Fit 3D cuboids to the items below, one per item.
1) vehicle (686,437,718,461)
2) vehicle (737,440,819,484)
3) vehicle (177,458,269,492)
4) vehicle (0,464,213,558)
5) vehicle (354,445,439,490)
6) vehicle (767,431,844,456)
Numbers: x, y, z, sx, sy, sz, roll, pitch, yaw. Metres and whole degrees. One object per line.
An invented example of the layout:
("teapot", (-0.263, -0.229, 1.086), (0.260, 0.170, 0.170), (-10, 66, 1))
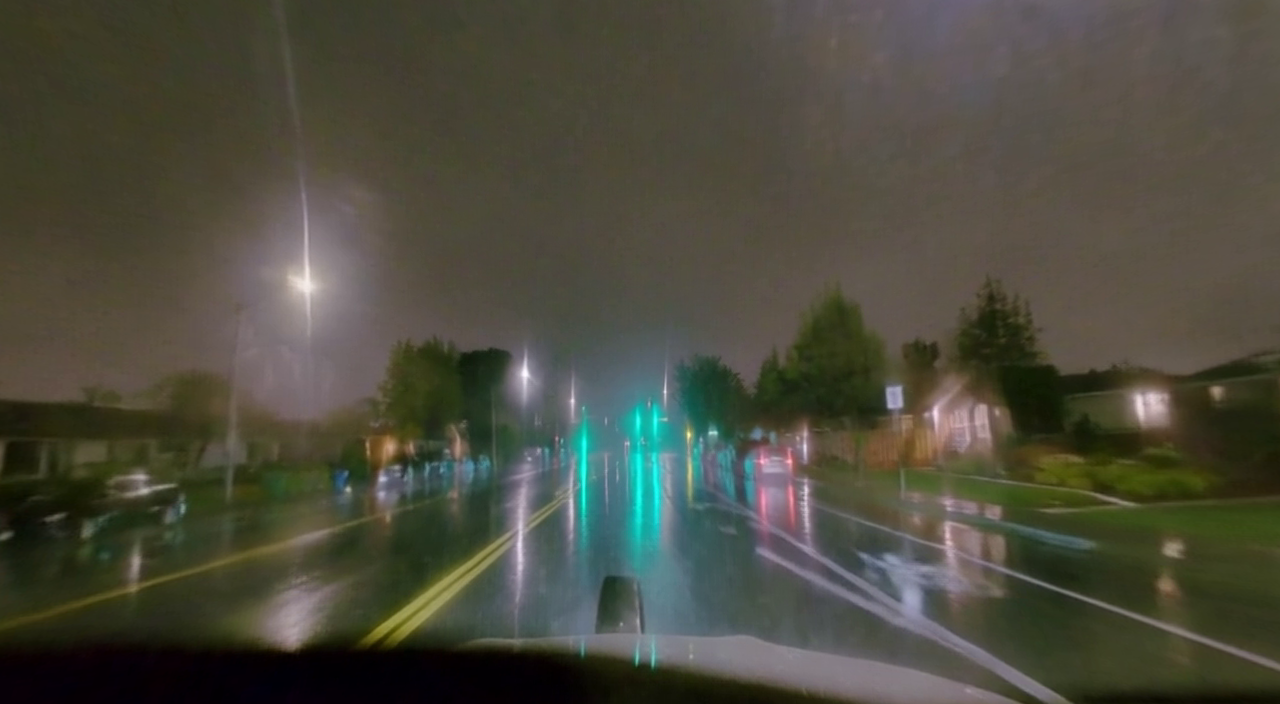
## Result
("vehicle", (4.695, 7.395, 48.331), (1.919, 1.698, 4.747), (0, -8, 0))
("vehicle", (4.992, 4.044, 23.541), (1.923, 1.454, 4.460), (0, -8, -2))
("vehicle", (-21.974, 6.473, 33.505), (1.823, 1.595, 4.174), (-1, -8, 3))
("vehicle", (-12.162, 3.475, 14.273), (1.872, 1.472, 4.719), (-7, -8, -2))
("vehicle", (-12.215, 5.800, 32.111), (2.156, 1.935, 5.464), (-4, -9, 0))
("vehicle", (11.130, 6.221, 42.780), (4.622, 1.595, 2.105), (-1, -8, 3))
